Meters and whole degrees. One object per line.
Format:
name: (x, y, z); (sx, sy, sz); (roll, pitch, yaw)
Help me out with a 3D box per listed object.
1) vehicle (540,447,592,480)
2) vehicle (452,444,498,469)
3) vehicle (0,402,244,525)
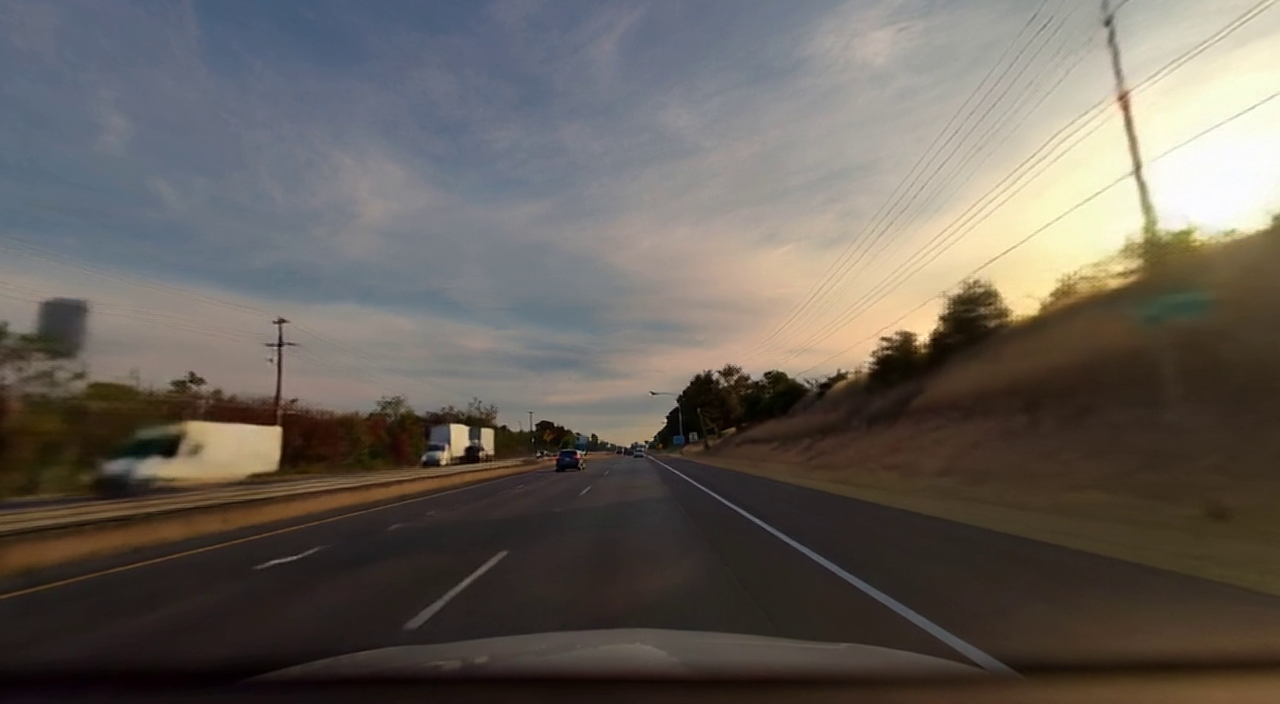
vehicle: (-3.650, 5.632, 31.830); (2.123, 1.545, 4.404); (0, -9, 0)
vehicle: (-12.421, 7.896, 47.495); (2.144, 1.816, 4.673); (0, -9, 0)
vehicle: (-13.582, 2.797, 16.169); (2.240, 2.488, 6.830); (0, -9, 0)
